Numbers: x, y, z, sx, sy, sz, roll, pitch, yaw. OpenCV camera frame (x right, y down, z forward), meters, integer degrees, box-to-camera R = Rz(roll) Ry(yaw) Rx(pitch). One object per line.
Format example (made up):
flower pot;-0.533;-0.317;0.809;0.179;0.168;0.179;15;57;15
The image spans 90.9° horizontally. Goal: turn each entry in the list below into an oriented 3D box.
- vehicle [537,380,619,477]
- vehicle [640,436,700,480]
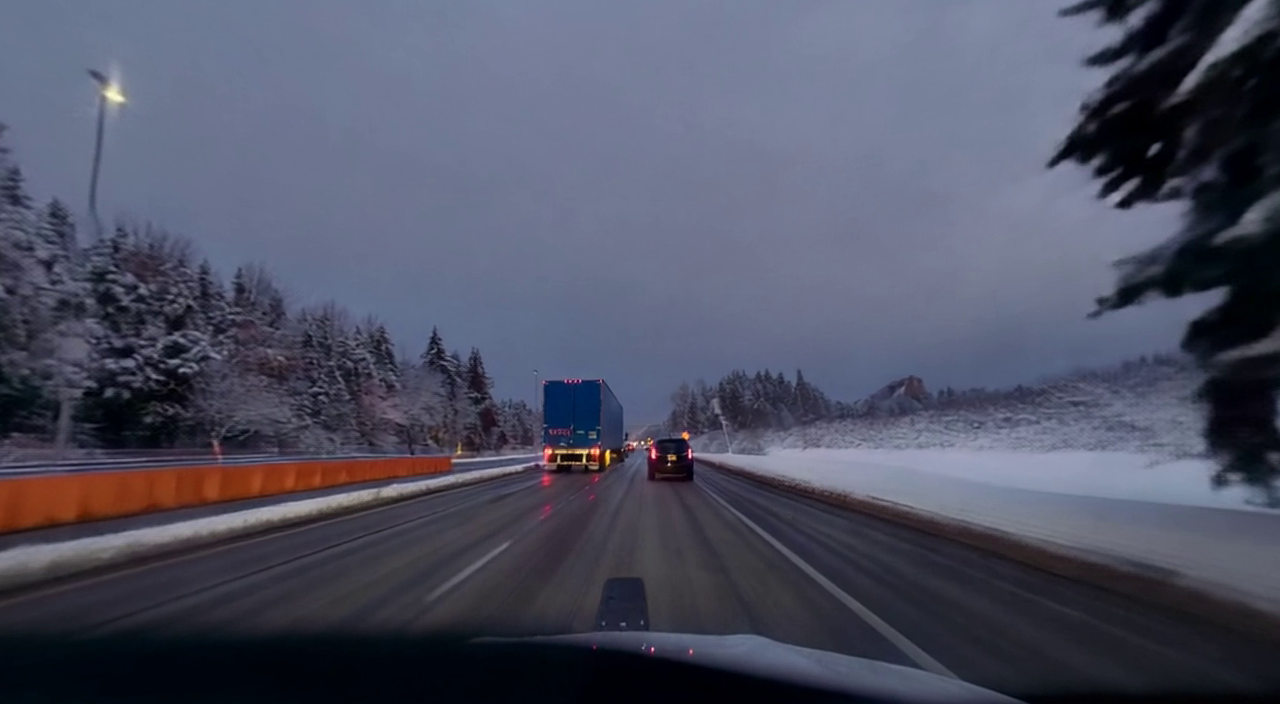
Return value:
vehicle;-2.902;4.376;34.781;2.906;4.115;15.715;0;-8;0
vehicle;1.181;4.414;26.626;2.304;1.675;4.462;0;-8;0
